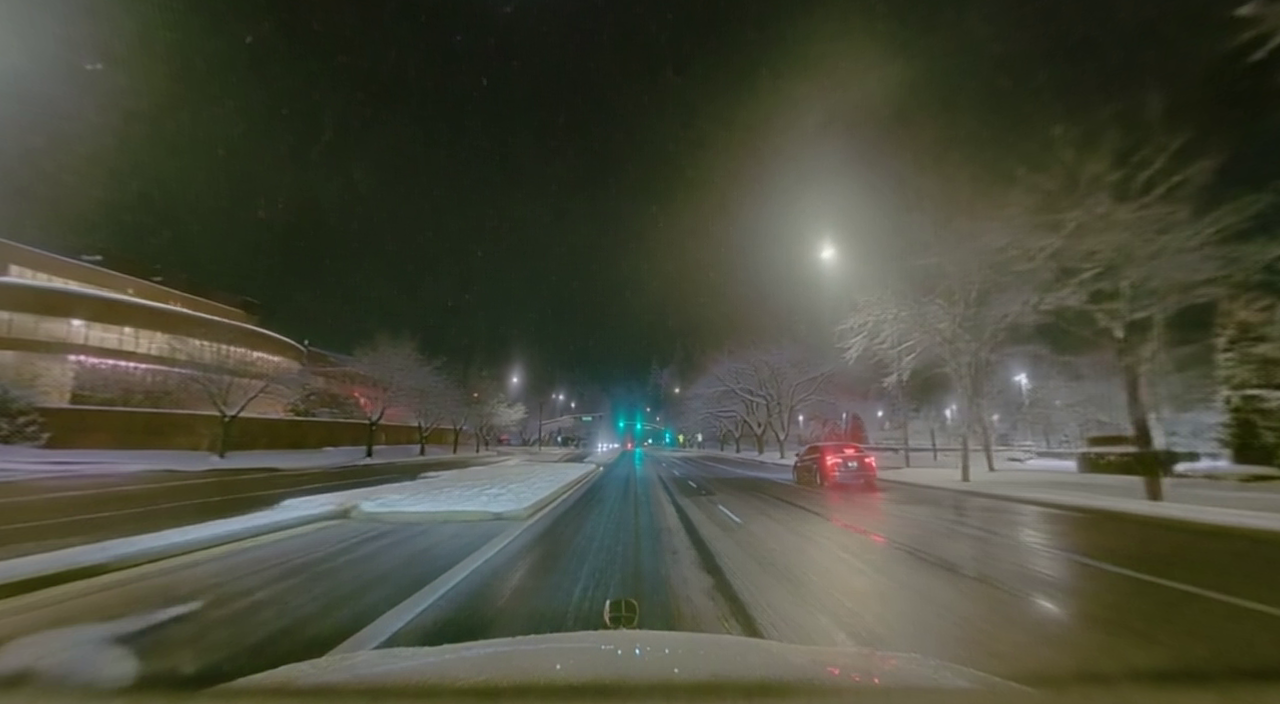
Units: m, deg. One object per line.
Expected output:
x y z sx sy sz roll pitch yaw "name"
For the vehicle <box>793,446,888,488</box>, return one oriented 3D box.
7.449 4.306 23.897 2.054 1.421 4.487 0 -9 -1 "vehicle"
